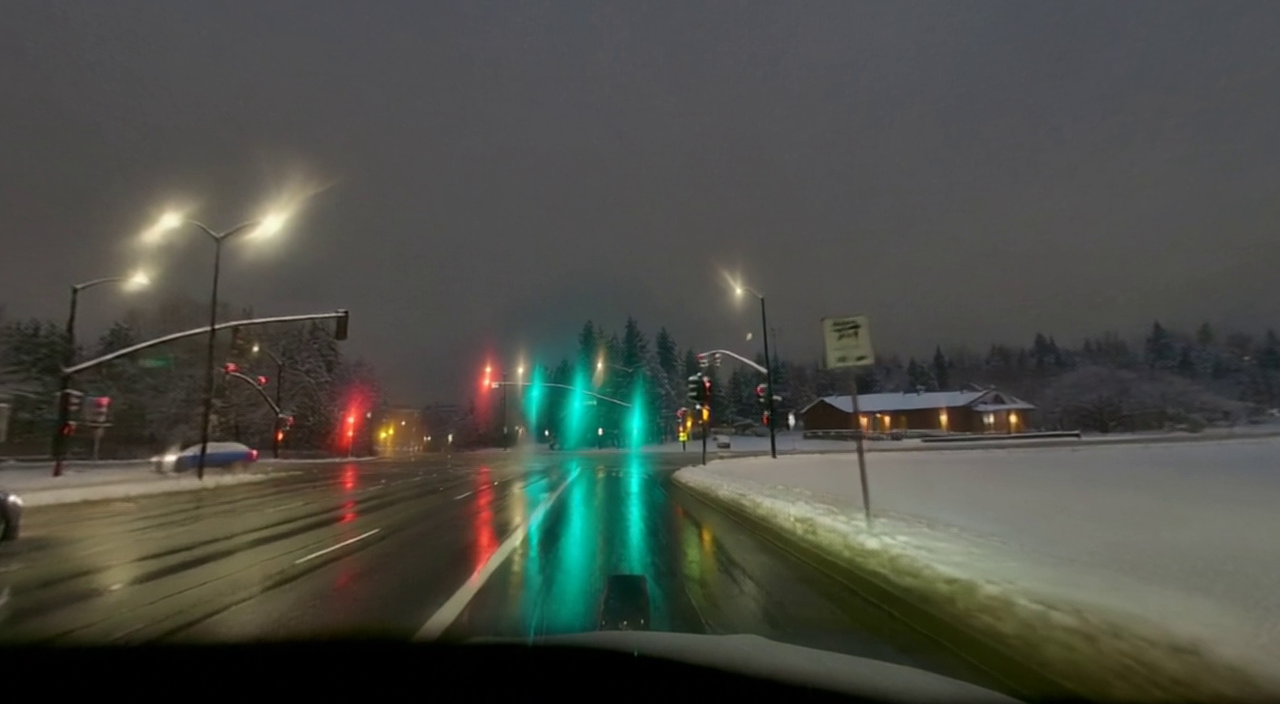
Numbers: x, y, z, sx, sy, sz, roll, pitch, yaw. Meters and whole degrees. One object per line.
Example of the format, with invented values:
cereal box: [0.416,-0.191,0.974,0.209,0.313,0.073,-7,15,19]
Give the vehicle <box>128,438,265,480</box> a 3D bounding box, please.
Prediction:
vehicle: [-17.858,4.292,25.705,1.837,1.530,4.570,-2,-8,9]
